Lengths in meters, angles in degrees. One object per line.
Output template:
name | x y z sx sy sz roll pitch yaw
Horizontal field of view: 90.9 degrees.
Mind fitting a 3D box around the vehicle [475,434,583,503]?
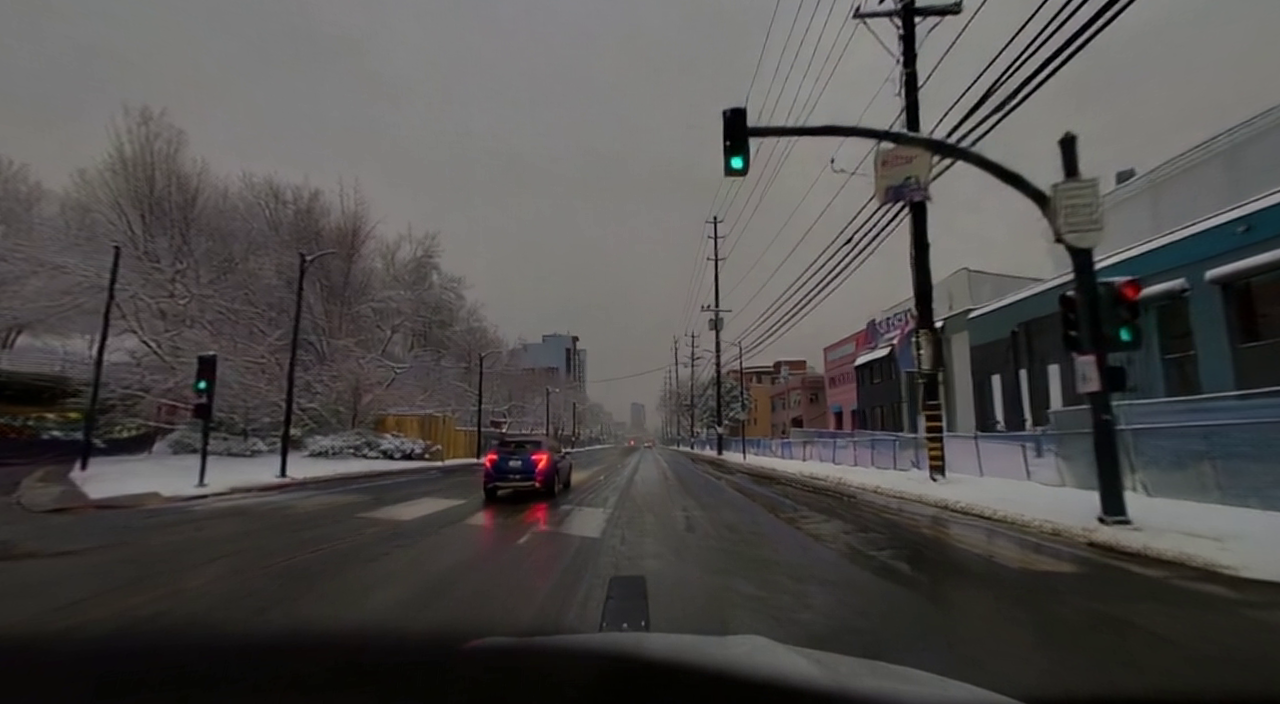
vehicle | -2.839 3.114 17.235 2.036 1.589 4.549 -1 -9 1
